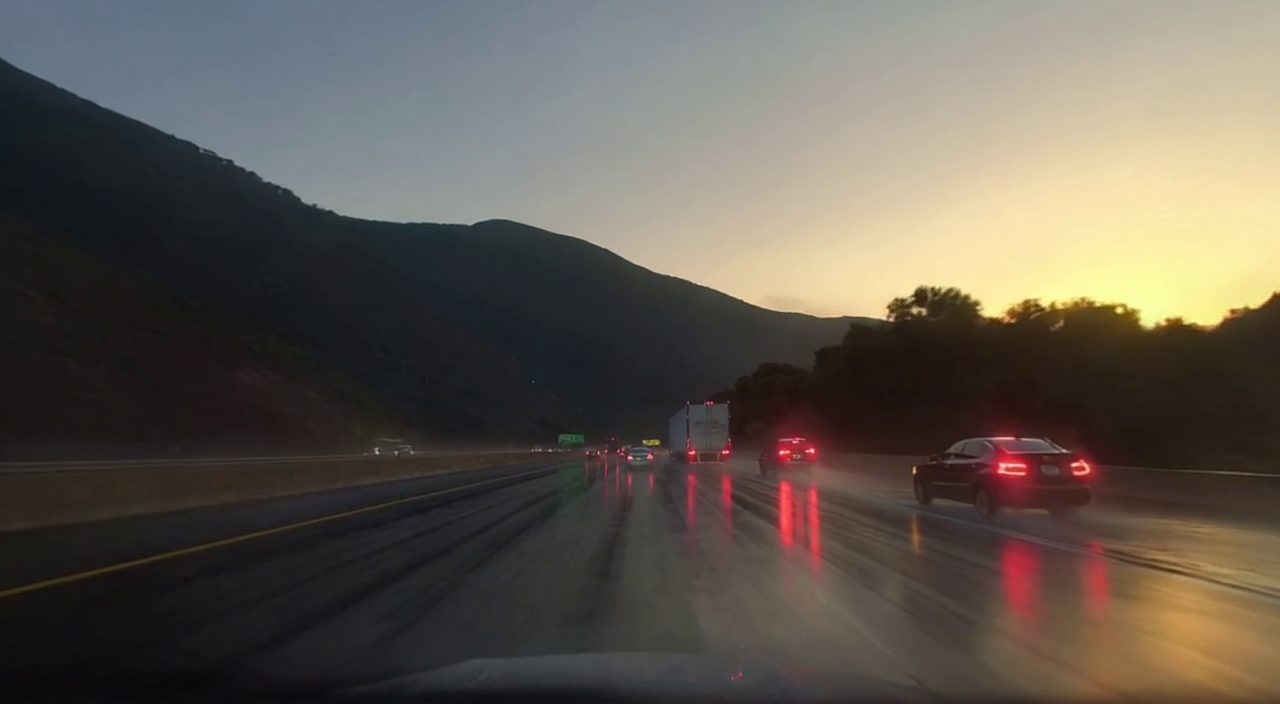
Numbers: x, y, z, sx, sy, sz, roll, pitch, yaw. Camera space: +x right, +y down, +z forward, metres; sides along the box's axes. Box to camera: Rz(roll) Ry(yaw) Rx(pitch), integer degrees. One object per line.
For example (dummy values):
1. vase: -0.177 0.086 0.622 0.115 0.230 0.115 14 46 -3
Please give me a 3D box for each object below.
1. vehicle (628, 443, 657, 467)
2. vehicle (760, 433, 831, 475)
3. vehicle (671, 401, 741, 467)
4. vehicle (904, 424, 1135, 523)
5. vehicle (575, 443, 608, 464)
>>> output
1. vehicle: 0.132 6.921 42.493 1.866 1.492 3.932 0 -9 -1
2. vehicle: 7.233 4.811 29.886 2.143 1.775 4.729 0 -9 0
3. vehicle: 3.918 5.349 40.286 3.130 3.607 11.129 0 -9 -1
4. vehicle: 7.457 2.417 13.072 2.044 1.676 4.421 0 -9 0
5. vehicle: -3.713 7.881 48.900 2.132 1.506 4.256 0 -9 0
